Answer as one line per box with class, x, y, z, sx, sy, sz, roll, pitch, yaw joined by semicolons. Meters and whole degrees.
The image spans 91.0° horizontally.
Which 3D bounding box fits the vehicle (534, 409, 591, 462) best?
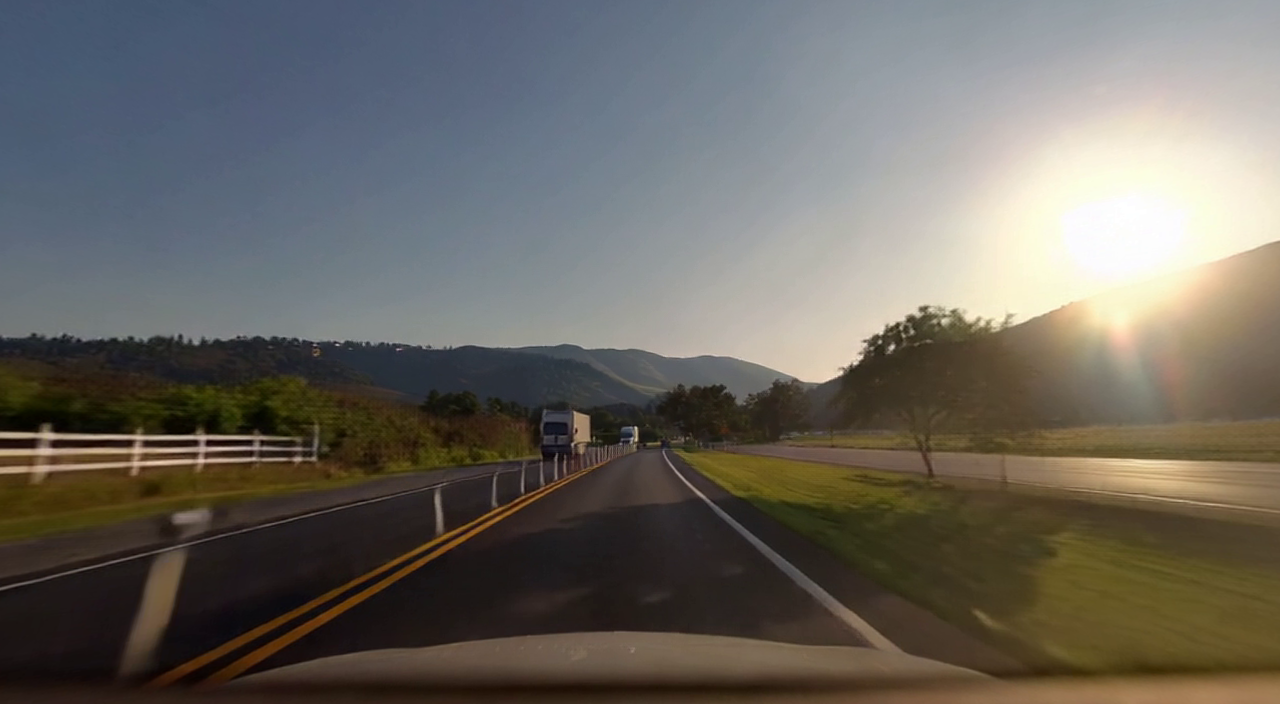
vehicle;-5.418;6.102;45.664;2.751;3.436;8.990;-1;-8;2
